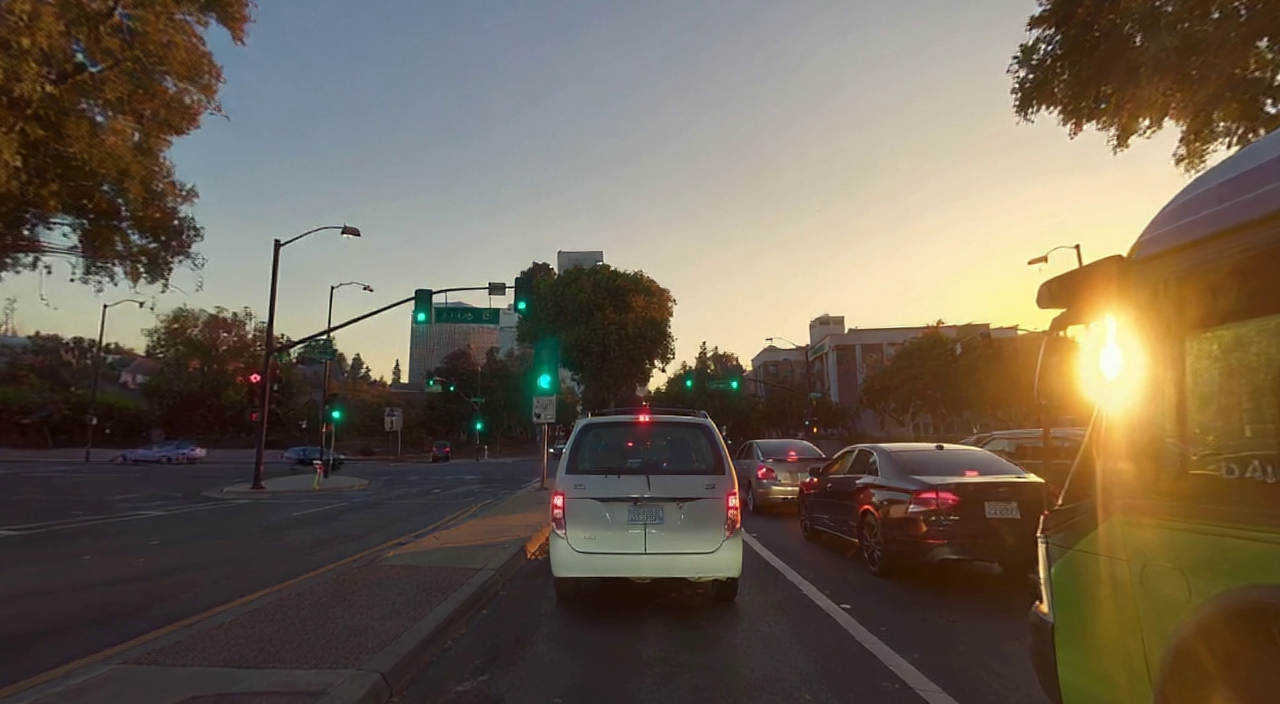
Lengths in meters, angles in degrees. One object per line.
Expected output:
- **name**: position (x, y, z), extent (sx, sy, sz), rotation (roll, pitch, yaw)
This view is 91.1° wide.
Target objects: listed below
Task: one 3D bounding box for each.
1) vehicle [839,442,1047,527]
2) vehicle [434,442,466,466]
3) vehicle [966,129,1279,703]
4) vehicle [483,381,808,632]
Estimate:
- **vehicle**: position (5.985, 2.639, 13.223), extent (1.987, 1.457, 4.675), rotation (0, -8, -1)
- **vehicle**: position (-14.345, 7.639, 47.248), extent (1.924, 1.720, 4.097), rotation (3, -9, -22)
- **vehicle**: position (2.617, 0.318, 0.425), extent (2.037, 2.065, 5.037), rotation (0, -8, 0)
- **vehicle**: position (0.017, 1.475, 7.007), extent (2.381, 1.842, 4.603), rotation (0, -8, -1)
